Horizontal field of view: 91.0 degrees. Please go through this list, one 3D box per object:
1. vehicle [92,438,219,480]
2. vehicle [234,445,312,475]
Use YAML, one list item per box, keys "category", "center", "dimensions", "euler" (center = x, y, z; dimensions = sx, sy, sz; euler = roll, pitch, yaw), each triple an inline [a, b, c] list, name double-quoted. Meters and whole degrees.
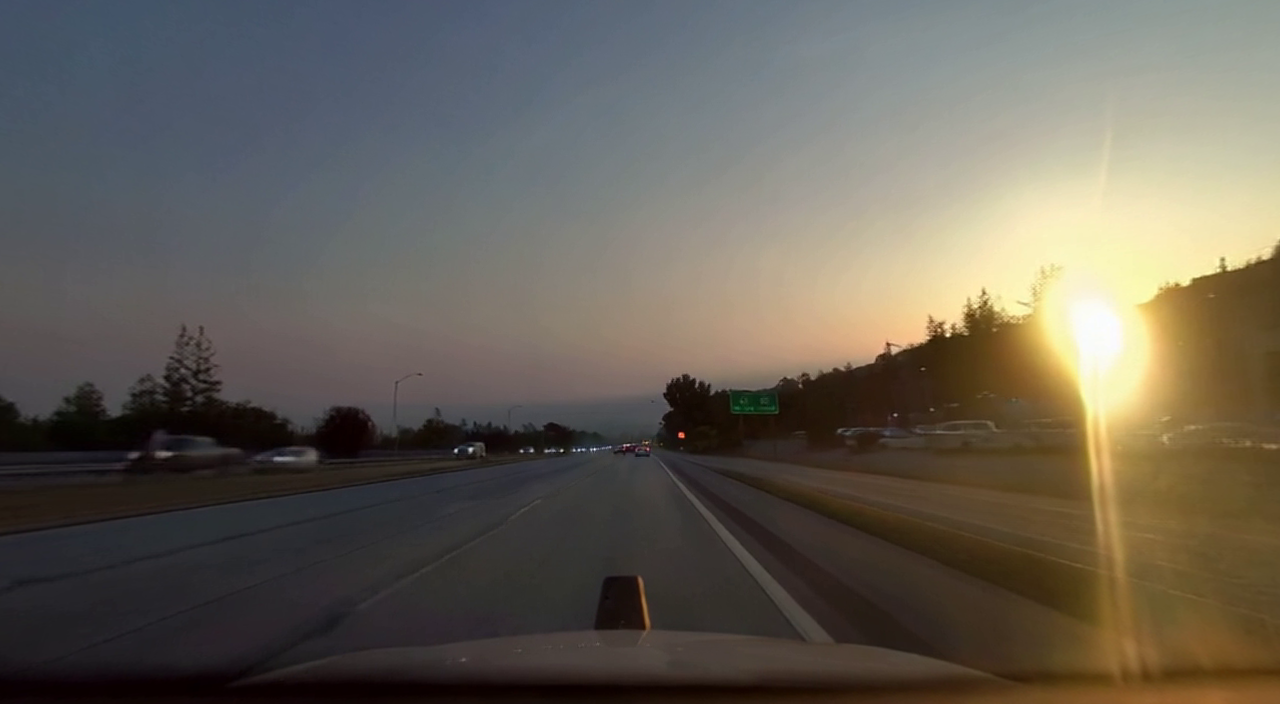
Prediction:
- category: "vehicle"
  center: [-23.670, 5.248, 31.092]
  dimensions: [2.147, 1.891, 5.048]
  euler: [0, -9, 2]
- category: "vehicle"
  center: [-19.604, 5.780, 33.834]
  dimensions: [1.796, 1.494, 3.770]
  euler: [0, -9, 2]
